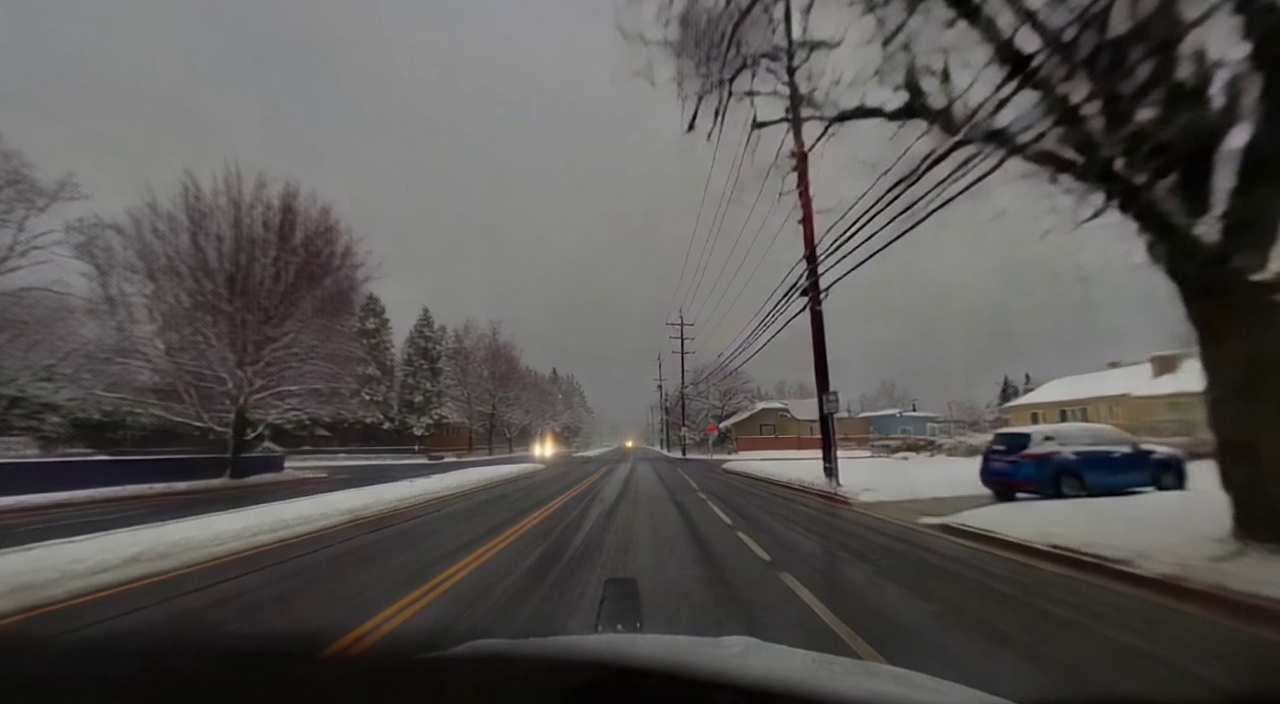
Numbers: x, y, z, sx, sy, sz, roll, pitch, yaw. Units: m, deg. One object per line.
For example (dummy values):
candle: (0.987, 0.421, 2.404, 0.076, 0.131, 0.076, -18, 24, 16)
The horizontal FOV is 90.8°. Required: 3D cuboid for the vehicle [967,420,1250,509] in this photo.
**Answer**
vehicle: (9.586, 2.310, 13.201, 4.387, 1.680, 1.958, 0, -8, -4)
